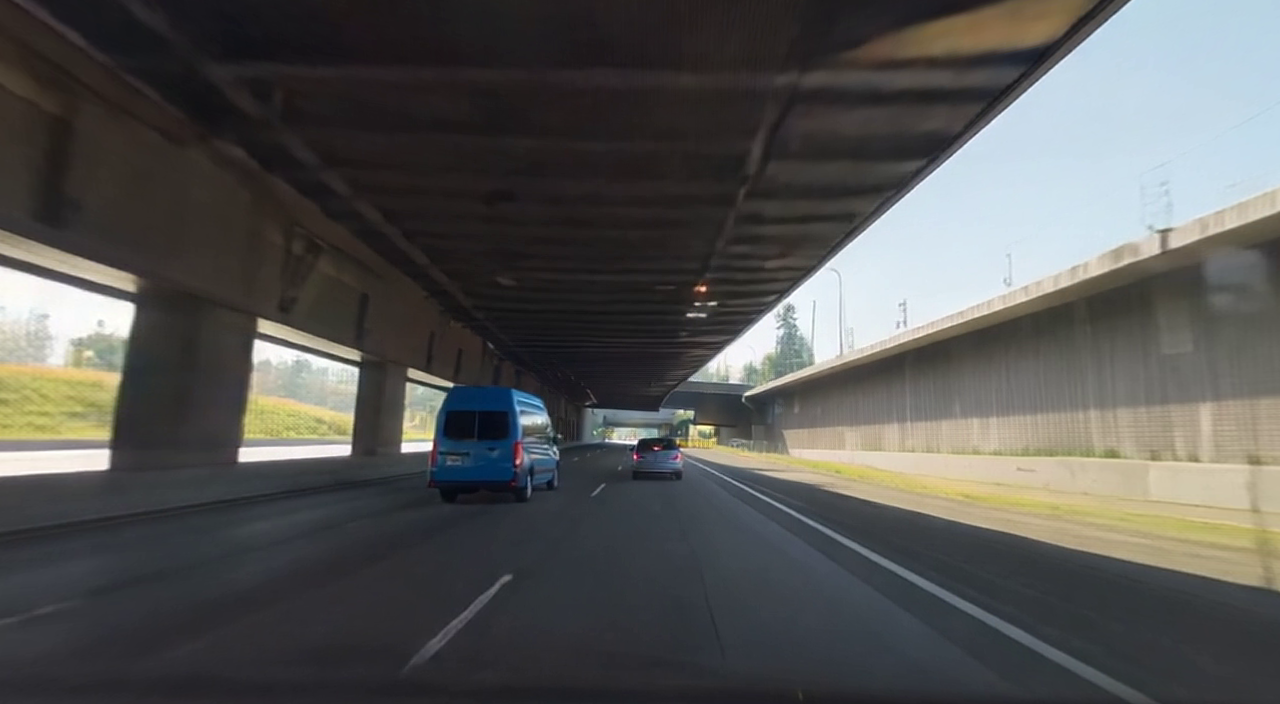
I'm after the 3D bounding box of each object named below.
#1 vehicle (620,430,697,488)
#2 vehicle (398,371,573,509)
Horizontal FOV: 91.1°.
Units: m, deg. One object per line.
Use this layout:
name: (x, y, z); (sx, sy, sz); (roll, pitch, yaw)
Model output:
vehicle: (0.542, 3.212, 19.303); (2.095, 1.553, 4.069); (-1, -8, 1)
vehicle: (-3.063, 1.930, 13.985); (2.404, 2.459, 5.229); (-1, -8, 2)
